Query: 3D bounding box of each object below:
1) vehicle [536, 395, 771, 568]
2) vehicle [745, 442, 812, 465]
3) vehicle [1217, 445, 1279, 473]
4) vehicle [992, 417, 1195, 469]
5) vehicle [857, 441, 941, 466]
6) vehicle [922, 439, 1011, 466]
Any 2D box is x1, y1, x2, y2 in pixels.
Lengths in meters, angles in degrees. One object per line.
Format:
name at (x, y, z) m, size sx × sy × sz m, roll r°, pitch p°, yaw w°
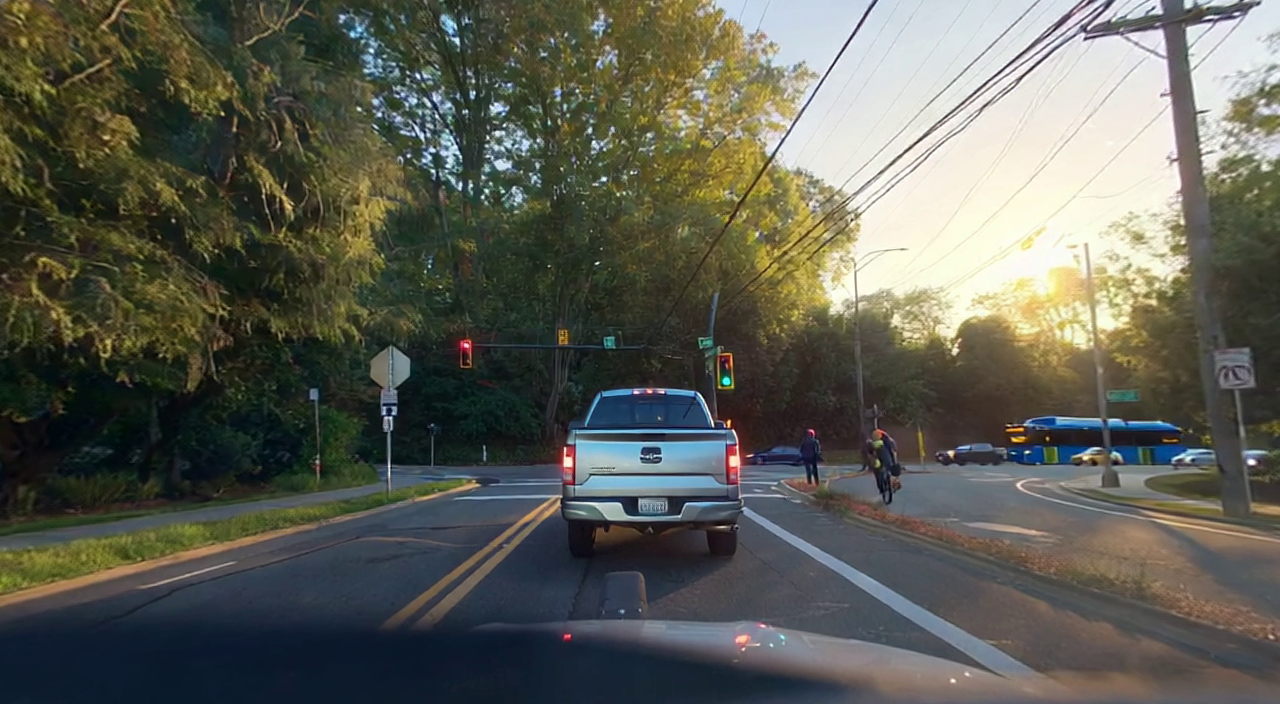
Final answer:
vehicle at (0.111, 1.899, 10.139) m, size 2.707 × 1.964 × 5.485 m, roll 0°, pitch -8°, yaw -1°
vehicle at (10.219, 7.478, 46.608) m, size 4.560 × 1.592 × 1.956 m, roll -4°, pitch -9°, yaw 19°
vehicle at (41.371, 6.972, 41.269) m, size 5.426 × 1.728 × 1.999 m, roll 0°, pitch -8°, yaw -2°
vehicle at (29.368, 5.965, 41.252) m, size 10.726 × 3.128 × 3.003 m, roll -1°, pitch -8°, yaw 1°
vehicle at (16.818, 6.610, 41.211) m, size 4.578 × 1.490 × 1.935 m, roll -1°, pitch -8°, yaw 3°
vehicle at (23.412, 7.208, 45.431) m, size 5.235 × 1.878 × 2.107 m, roll 0°, pitch -8°, yaw -2°
